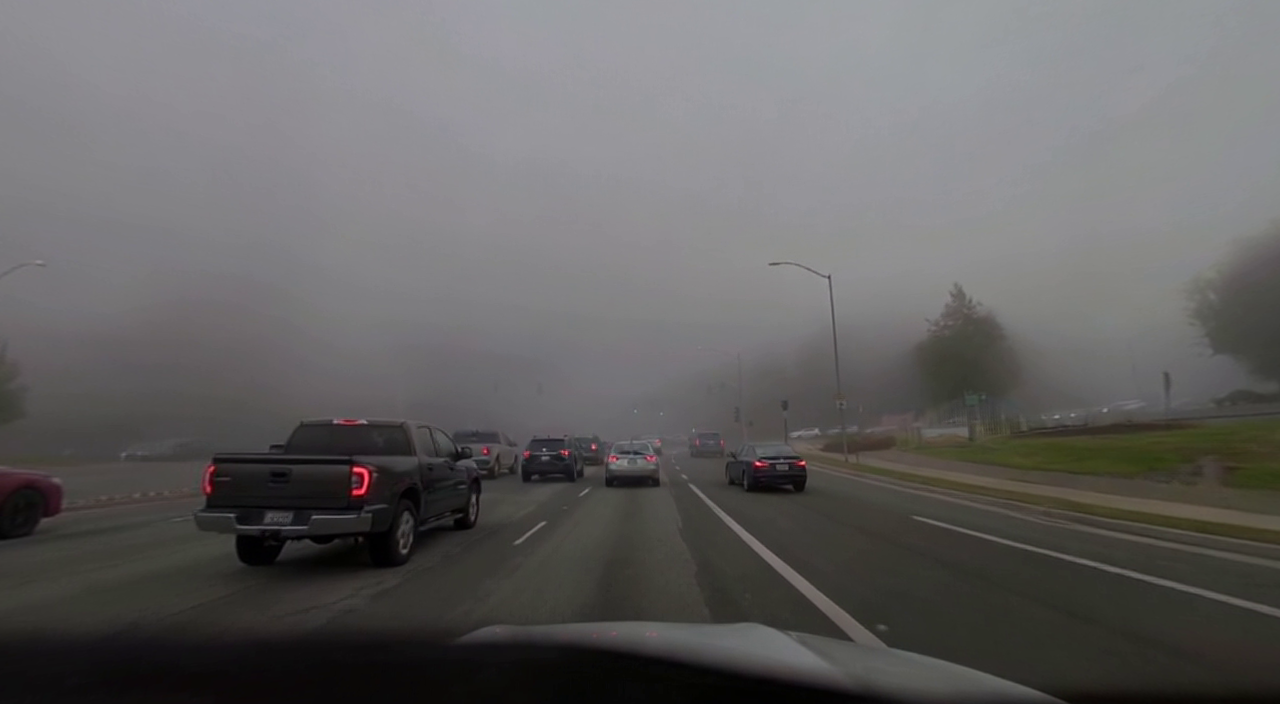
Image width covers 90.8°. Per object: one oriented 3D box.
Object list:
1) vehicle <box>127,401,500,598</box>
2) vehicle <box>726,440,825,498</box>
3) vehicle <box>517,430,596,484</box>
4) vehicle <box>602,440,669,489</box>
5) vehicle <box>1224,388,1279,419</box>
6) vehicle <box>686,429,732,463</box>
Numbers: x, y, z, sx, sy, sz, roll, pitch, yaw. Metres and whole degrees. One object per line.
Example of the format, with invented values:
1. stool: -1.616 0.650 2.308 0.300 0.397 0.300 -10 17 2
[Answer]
1. vehicle: -3.514 1.707 8.359 2.111 1.745 5.274 0 -8 0
2. vehicle: 3.795 3.339 18.471 1.884 1.463 4.195 0 -8 -1
3. vehicle: -3.006 3.917 23.840 2.218 1.829 4.492 -1 -8 2
4. vehicle: -0.111 3.717 21.261 2.030 1.477 4.330 0 -8 1
5. vehicle: 44.084 3.627 43.955 5.388 2.023 2.174 1 -8 -12
6. vehicle: 3.930 5.432 36.642 2.099 1.845 4.363 0 -8 -1
